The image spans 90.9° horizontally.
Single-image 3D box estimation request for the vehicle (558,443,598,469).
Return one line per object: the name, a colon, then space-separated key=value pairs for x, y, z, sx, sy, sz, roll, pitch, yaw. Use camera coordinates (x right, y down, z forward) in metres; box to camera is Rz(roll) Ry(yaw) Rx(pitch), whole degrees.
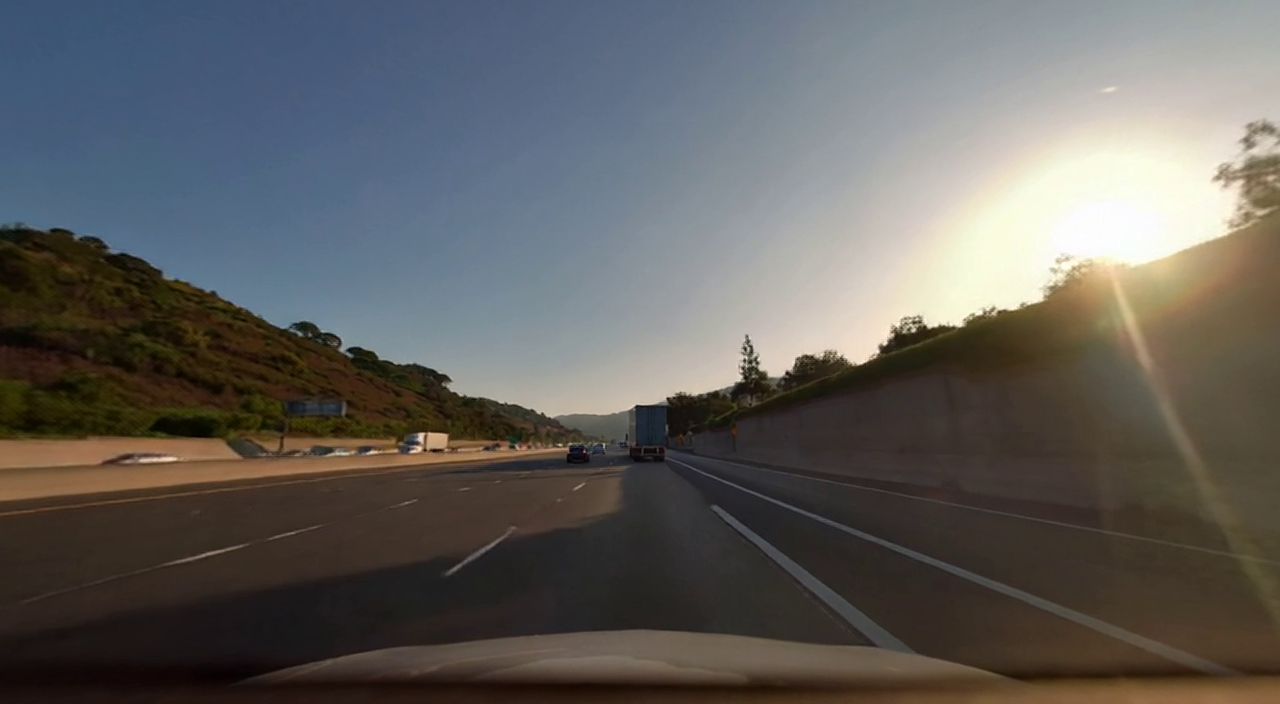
vehicle: x=-3.725 y=6.323 z=38.419 sx=1.983 sy=1.508 sz=4.060 roll=0 pitch=-9 yaw=1
